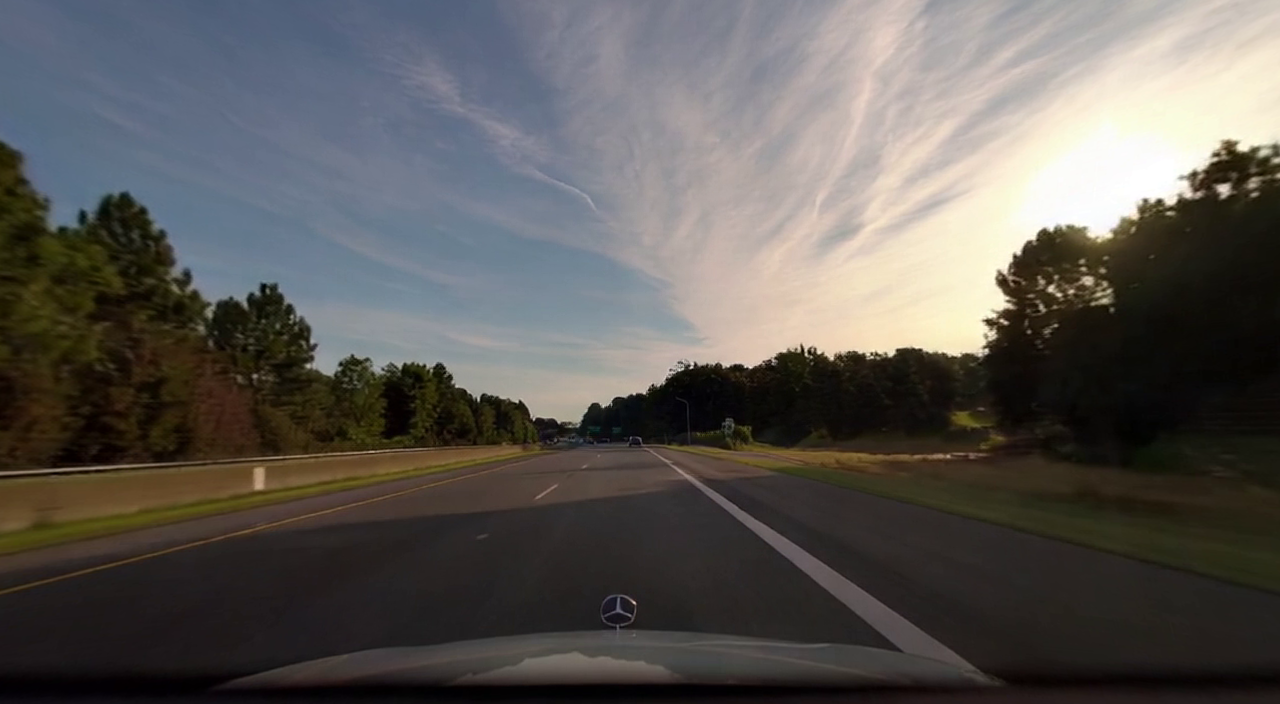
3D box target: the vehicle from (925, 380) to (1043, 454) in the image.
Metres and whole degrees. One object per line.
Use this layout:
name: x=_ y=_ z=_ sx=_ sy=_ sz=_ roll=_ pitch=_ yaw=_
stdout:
vehicle: x=20.073 y=3.920 z=37.269 sx=2.963 sy=3.988 sz=5.894 roll=1 pitch=-8 yaw=-7
